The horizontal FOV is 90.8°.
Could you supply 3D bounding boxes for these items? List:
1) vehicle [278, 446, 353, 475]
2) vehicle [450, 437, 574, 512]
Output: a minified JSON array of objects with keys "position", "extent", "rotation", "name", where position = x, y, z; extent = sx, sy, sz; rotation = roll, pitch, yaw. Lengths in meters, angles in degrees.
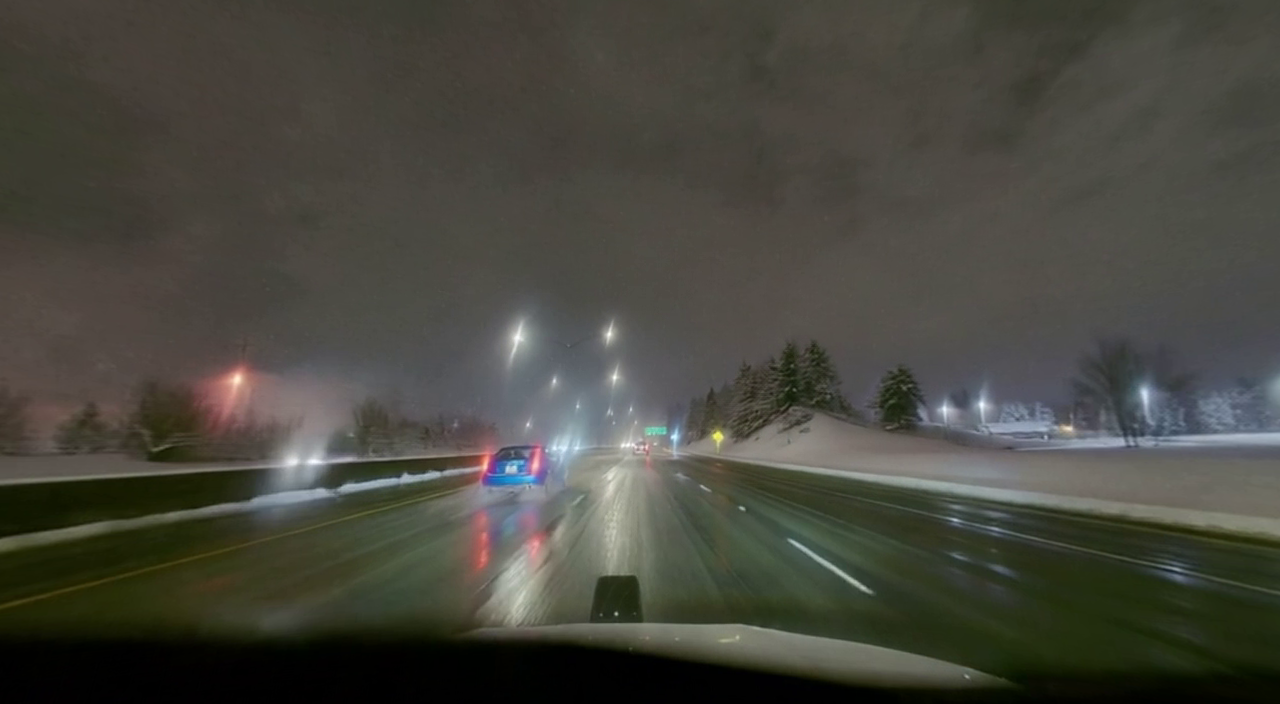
[{"position":[-21.764,7.287,42.695],"extent":[2.092,1.783,5.548],"rotation":[0,-9,0],"name":"vehicle"},{"position":[-2.956,2.940,15.718],"extent":[2.029,1.557,4.570],"rotation":[0,-9,1],"name":"vehicle"}]
